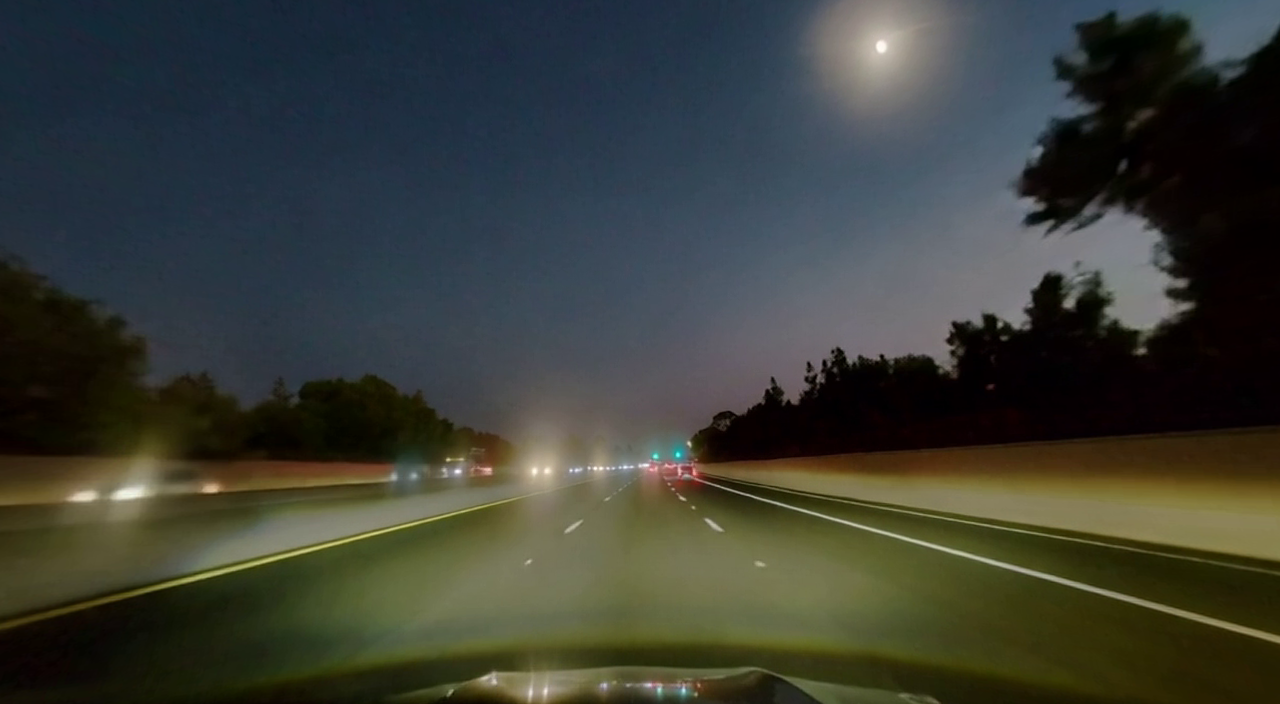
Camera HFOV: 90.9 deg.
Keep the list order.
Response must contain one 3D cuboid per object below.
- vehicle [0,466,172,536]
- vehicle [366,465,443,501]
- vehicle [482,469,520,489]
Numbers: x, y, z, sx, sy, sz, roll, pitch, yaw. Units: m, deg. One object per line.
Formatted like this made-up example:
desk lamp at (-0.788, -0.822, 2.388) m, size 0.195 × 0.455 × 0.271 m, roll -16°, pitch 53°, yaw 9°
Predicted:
vehicle at (-14.667, 3.699, 16.115) m, size 1.883 × 1.482 × 4.475 m, roll 1°, pitch -10°, yaw 0°
vehicle at (-10.782, 6.003, 29.184) m, size 1.883 × 1.471 × 4.227 m, roll 1°, pitch -10°, yaw 1°
vehicle at (-10.497, 9.630, 47.907) m, size 1.902 × 1.395 × 4.007 m, roll 1°, pitch -10°, yaw 1°
